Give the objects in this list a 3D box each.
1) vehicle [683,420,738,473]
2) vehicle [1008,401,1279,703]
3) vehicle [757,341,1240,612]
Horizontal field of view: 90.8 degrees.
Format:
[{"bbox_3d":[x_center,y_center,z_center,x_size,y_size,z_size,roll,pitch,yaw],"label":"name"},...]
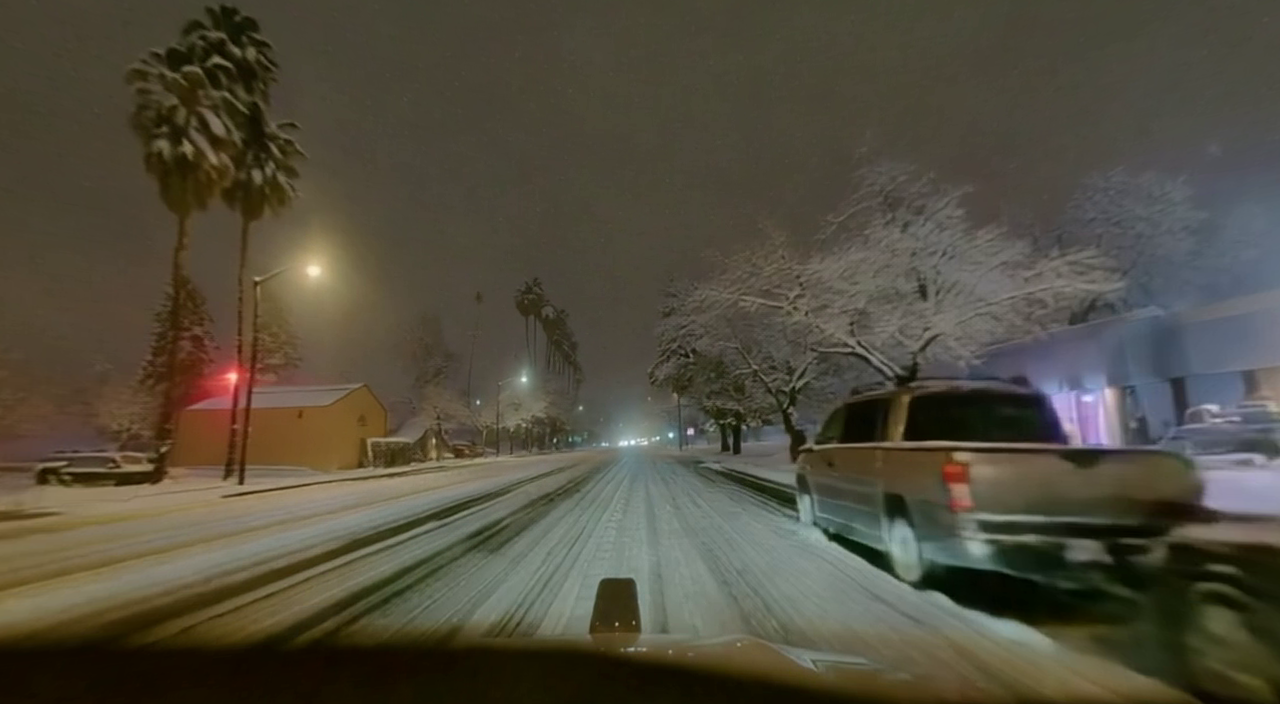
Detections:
[{"bbox_3d":[3.634,5.051,33.680,2.221,2.552,5.594,0,-9,-1],"label":"vehicle"},{"bbox_3d":[3.377,0.809,1.575,1.908,1.480,4.712,0,-9,-3],"label":"vehicle"},{"bbox_3d":[3.390,1.432,8.149,2.557,2.128,6.242,0,-9,0],"label":"vehicle"}]
